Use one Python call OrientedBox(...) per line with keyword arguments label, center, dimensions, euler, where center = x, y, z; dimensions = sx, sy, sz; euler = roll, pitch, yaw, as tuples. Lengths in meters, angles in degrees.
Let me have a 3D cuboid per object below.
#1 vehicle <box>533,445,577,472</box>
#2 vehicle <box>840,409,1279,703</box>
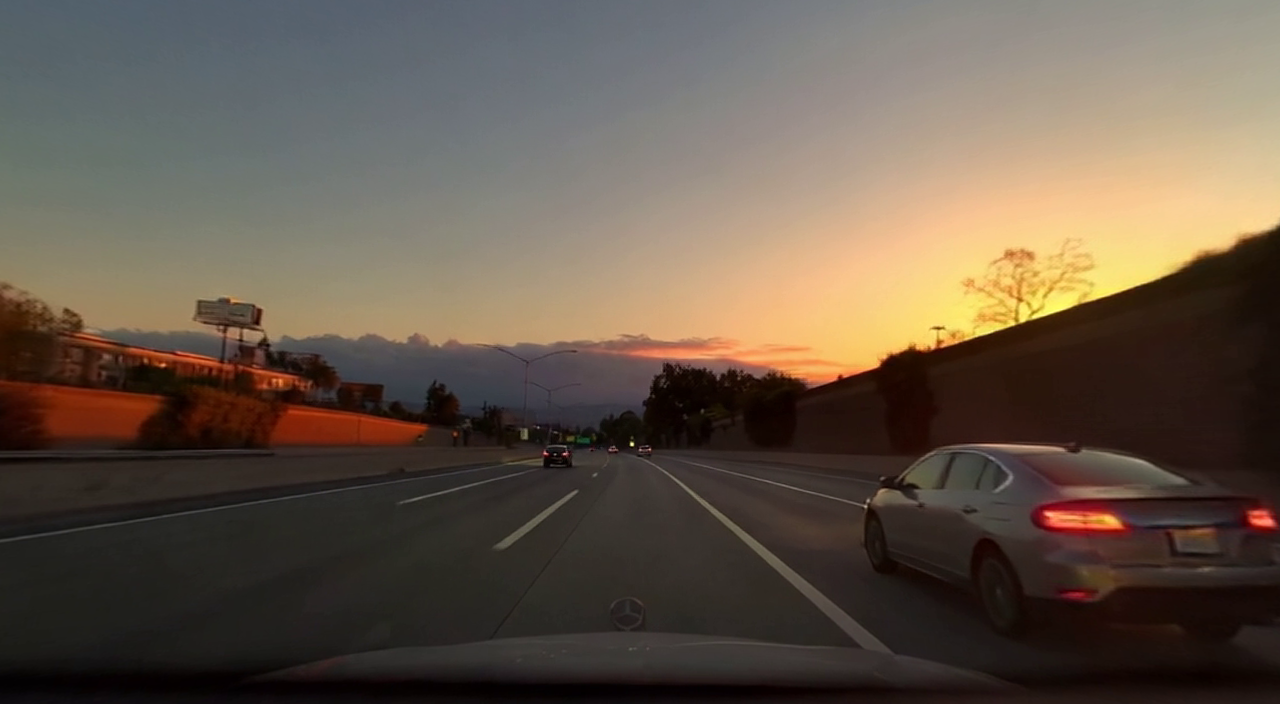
OrientedBox(label="vehicle", center=(-4.852, 6.149, 36.725), dimensions=(2.014, 1.481, 4.156), euler=(0, -8, -1))
OrientedBox(label="vehicle", center=(3.256, 1.292, 4.562), dimensions=(2.030, 1.490, 4.737), euler=(0, -8, 0))
